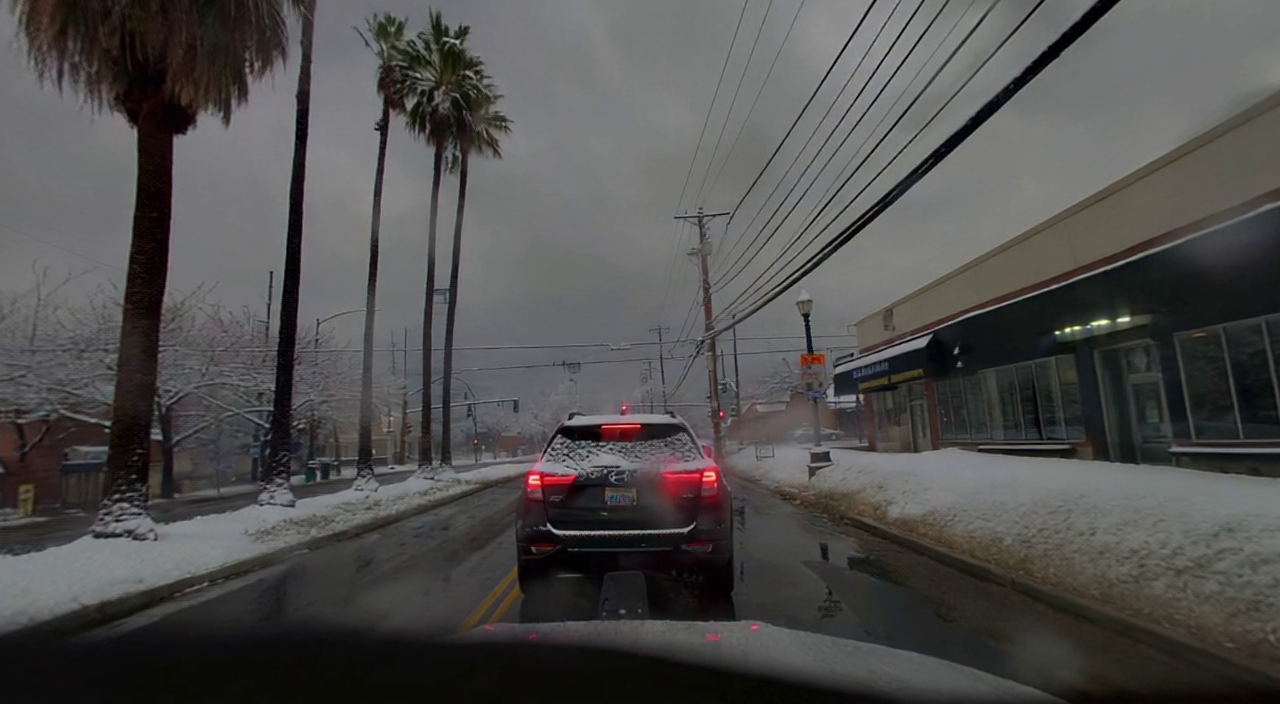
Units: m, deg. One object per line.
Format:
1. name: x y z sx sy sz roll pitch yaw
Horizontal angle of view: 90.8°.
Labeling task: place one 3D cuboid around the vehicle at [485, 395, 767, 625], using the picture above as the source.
1. vehicle: -0.190 1.449 6.682 2.105 1.702 3.750 0 -8 -3
